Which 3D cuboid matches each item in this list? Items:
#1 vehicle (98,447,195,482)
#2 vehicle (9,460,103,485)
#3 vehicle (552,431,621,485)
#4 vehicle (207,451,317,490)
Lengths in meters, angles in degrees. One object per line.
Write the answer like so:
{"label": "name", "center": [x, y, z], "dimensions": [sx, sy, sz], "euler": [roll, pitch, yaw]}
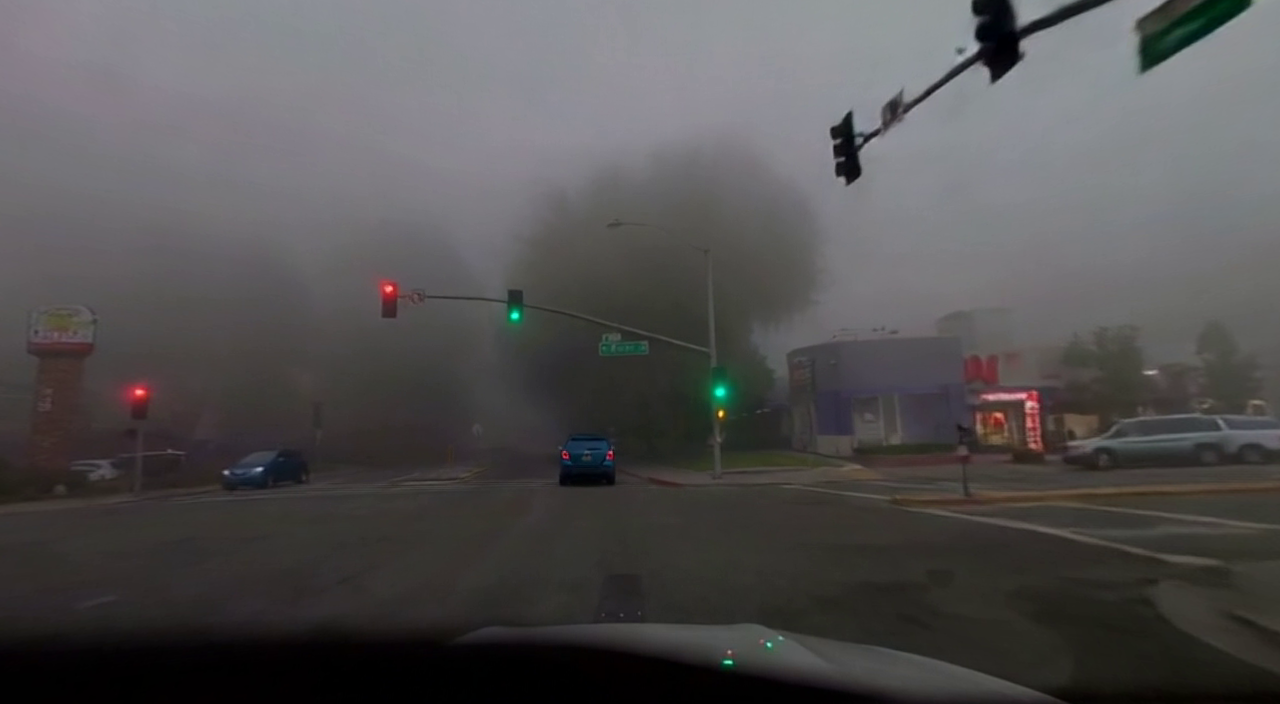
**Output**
{"label": "vehicle", "center": [-26.625, 6.041, 34.278], "dimensions": [2.142, 1.671, 4.083], "euler": [0, -8, -4]}
{"label": "vehicle", "center": [-36.728, 7.574, 39.826], "dimensions": [3.894, 1.446, 1.760], "euler": [1, -8, -8]}
{"label": "vehicle", "center": [-1.907, 3.751, 22.586], "dimensions": [2.227, 1.733, 3.930], "euler": [1, -8, -5]}
{"label": "vehicle", "center": [-16.580, 5.187, 28.034], "dimensions": [1.873, 1.483, 4.657], "euler": [0, -8, 2]}
